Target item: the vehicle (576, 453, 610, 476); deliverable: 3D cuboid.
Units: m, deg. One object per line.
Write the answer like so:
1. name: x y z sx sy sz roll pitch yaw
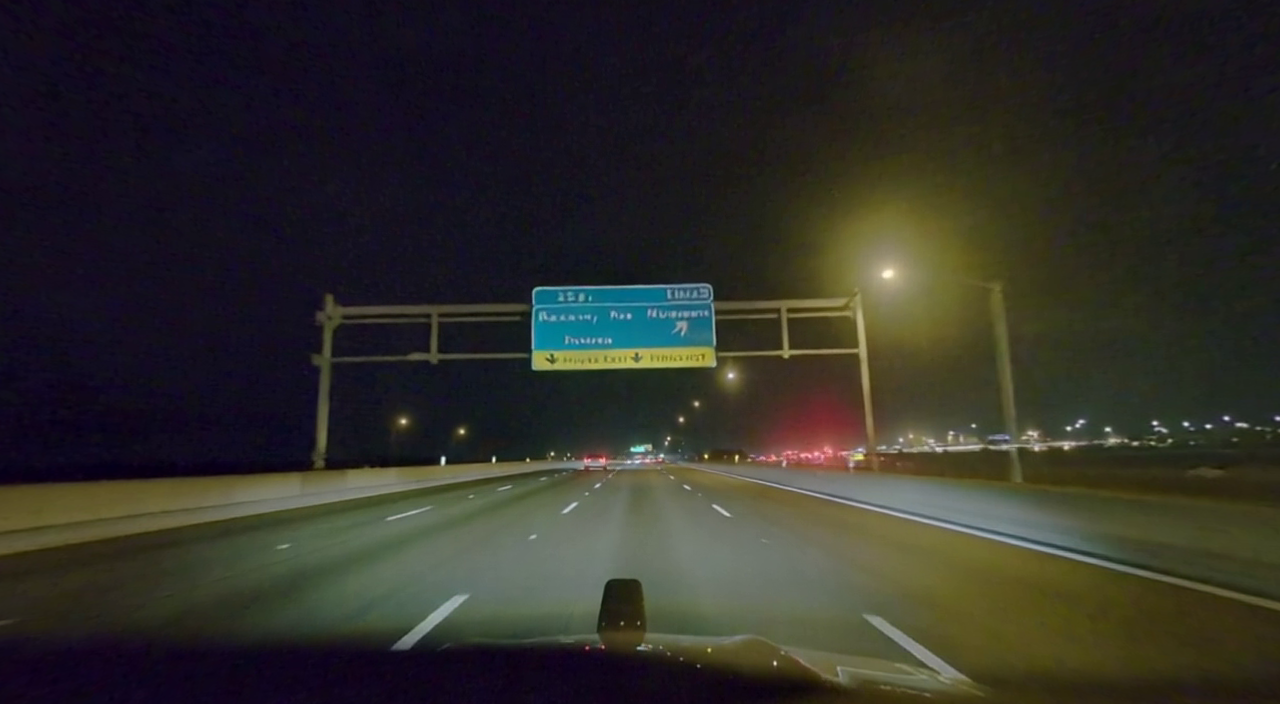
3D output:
1. vehicle: -3.284 7.892 44.557 2.041 1.512 3.996 0 -9 1
